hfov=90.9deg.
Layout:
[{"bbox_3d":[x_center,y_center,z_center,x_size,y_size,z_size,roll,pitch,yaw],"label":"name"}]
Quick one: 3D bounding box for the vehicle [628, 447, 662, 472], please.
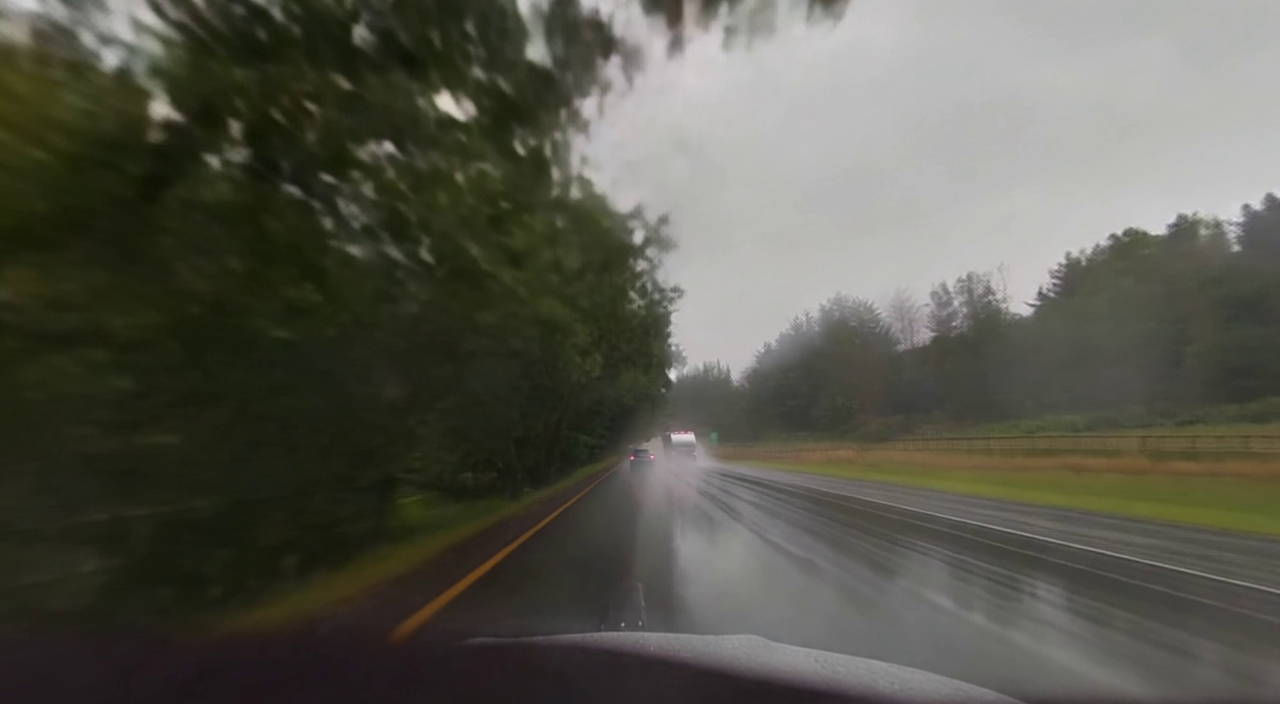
[{"bbox_3d":[0.285,6.419,37.781,1.926,1.386,3.615,0,-9,0],"label":"vehicle"}]
